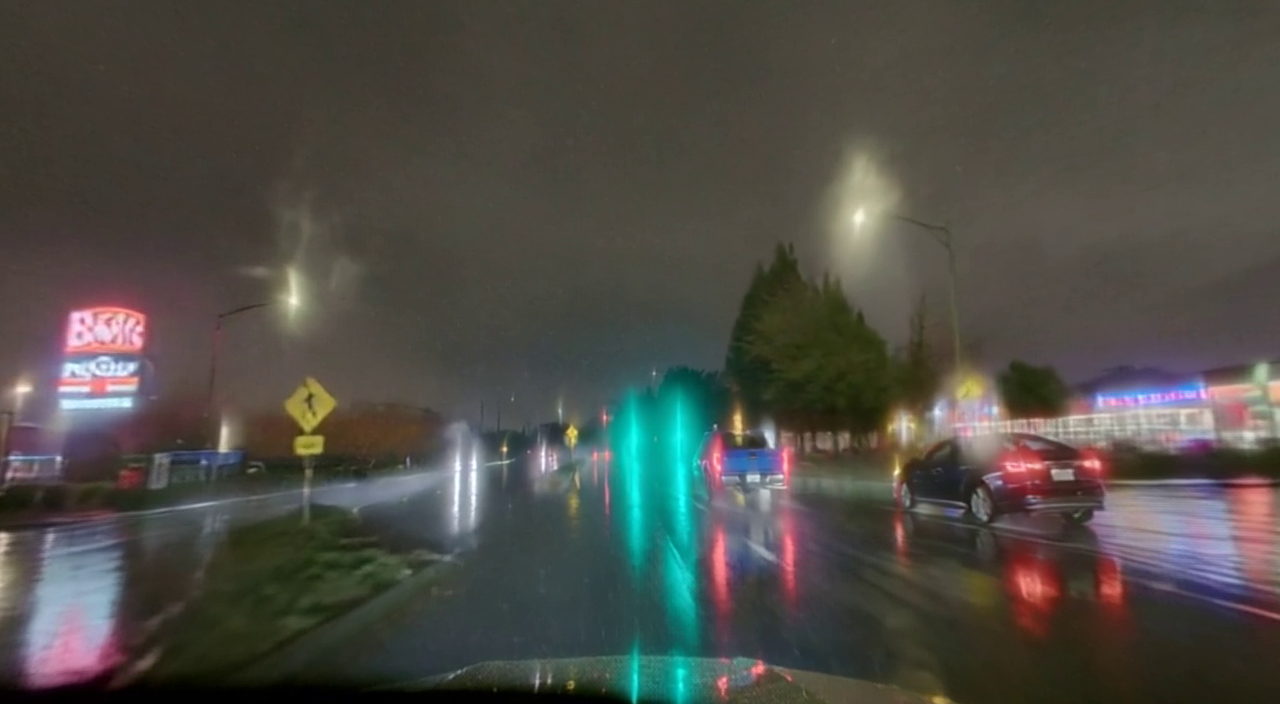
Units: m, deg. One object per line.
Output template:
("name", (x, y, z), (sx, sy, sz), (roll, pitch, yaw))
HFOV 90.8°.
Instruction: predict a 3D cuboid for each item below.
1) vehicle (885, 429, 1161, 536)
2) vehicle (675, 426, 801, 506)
("vehicle", (6.269, 2.170, 11.109), (1.986, 1.480, 4.296), (0, -9, -3))
("vehicle", (2.320, 2.927, 16.618), (2.214, 1.749, 4.998), (0, -9, -4))
